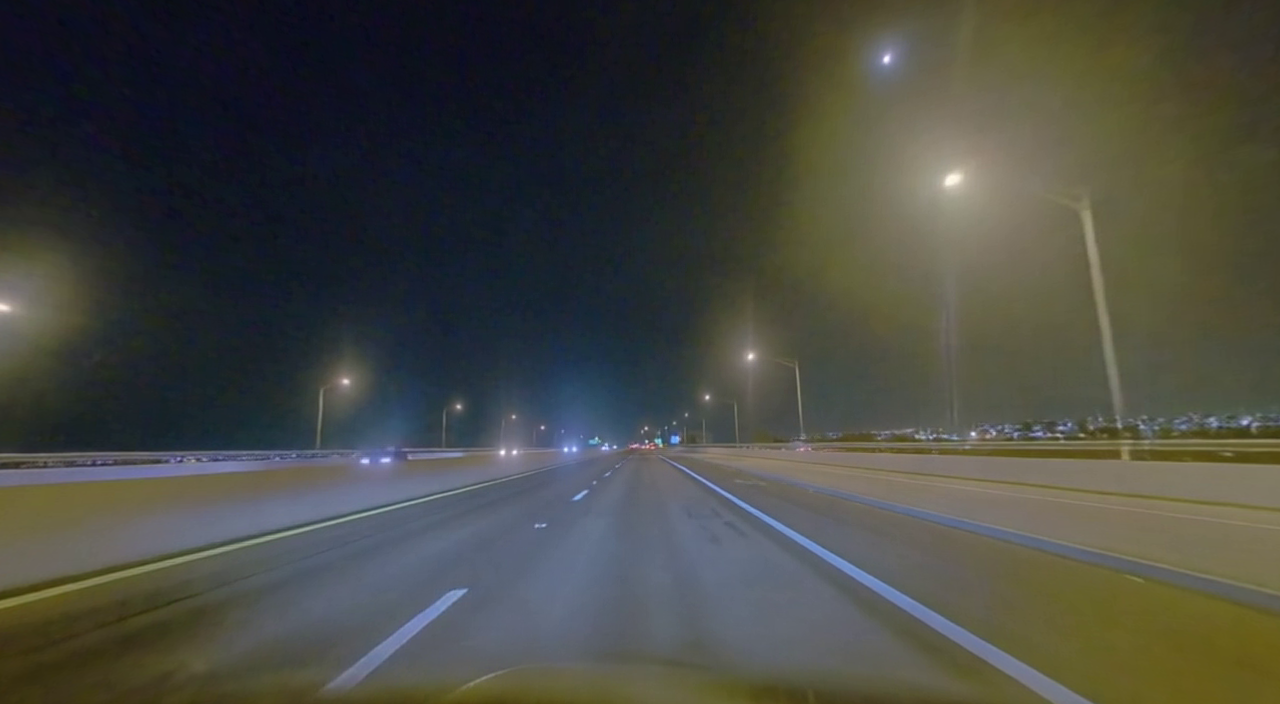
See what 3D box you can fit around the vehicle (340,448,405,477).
[{"bbox_3d":[-15.375,6.334,36.354,1.830,1.492,4.277,0,-8,1],"label":"vehicle"}]
